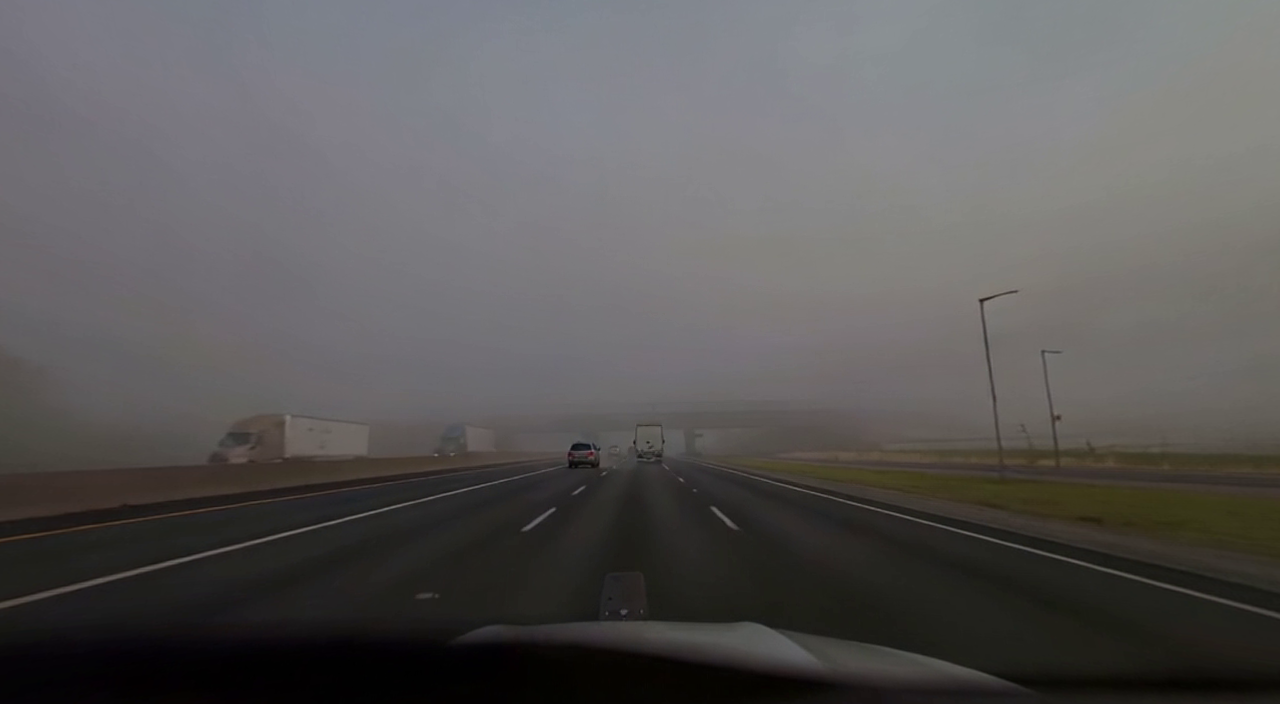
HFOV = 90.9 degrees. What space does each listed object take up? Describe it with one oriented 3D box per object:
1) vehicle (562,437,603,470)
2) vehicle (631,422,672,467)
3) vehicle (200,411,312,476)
[{"bbox_3d":[-3.834,6.914,43.117,2.233,2.093,5.565,0,-9,0],"label":"vehicle"},{"bbox_3d":[0.755,7.023,47.607,2.790,3.075,7.414,0,-9,-1],"label":"vehicle"},{"bbox_3d":[-23.956,5.773,39.731,3.054,3.755,5.991,0,-9,0],"label":"vehicle"}]
